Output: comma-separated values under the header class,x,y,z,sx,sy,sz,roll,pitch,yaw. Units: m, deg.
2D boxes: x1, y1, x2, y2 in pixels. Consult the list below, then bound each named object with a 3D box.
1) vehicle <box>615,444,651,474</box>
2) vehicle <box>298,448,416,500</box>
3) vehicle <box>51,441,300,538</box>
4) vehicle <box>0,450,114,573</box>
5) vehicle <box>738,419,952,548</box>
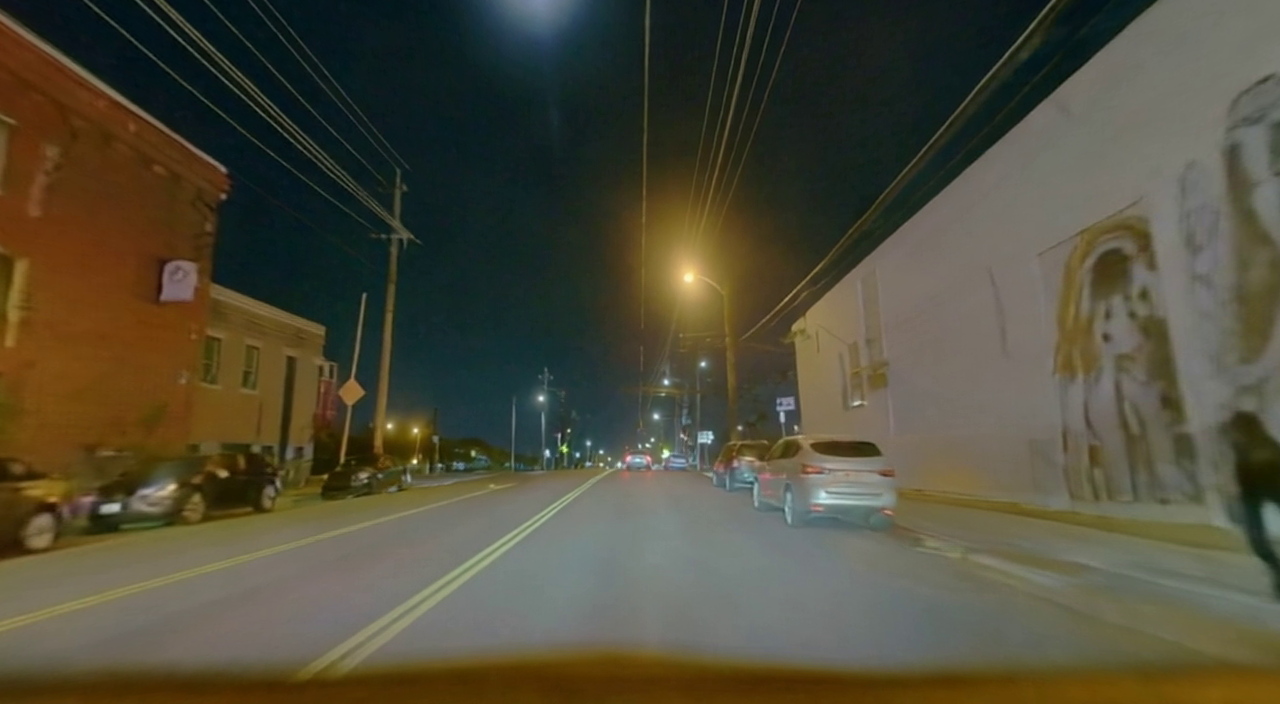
class,x,y,z,sx,sy,sz,roll,pitch,yaw
vehicle,-0.445,6.792,40.259,2.190,1.783,4.048,0,-8,0
vehicle,-10.053,4.447,22.933,2.079,1.550,4.865,-4,-11,0
vehicle,-10.130,3.058,14.461,1.980,1.676,4.884,-4,-10,0
vehicle,-9.641,2.153,8.223,1.935,1.588,4.192,-1,-7,1
vehicle,3.210,2.170,11.155,2.102,1.765,4.674,0,-8,-1
